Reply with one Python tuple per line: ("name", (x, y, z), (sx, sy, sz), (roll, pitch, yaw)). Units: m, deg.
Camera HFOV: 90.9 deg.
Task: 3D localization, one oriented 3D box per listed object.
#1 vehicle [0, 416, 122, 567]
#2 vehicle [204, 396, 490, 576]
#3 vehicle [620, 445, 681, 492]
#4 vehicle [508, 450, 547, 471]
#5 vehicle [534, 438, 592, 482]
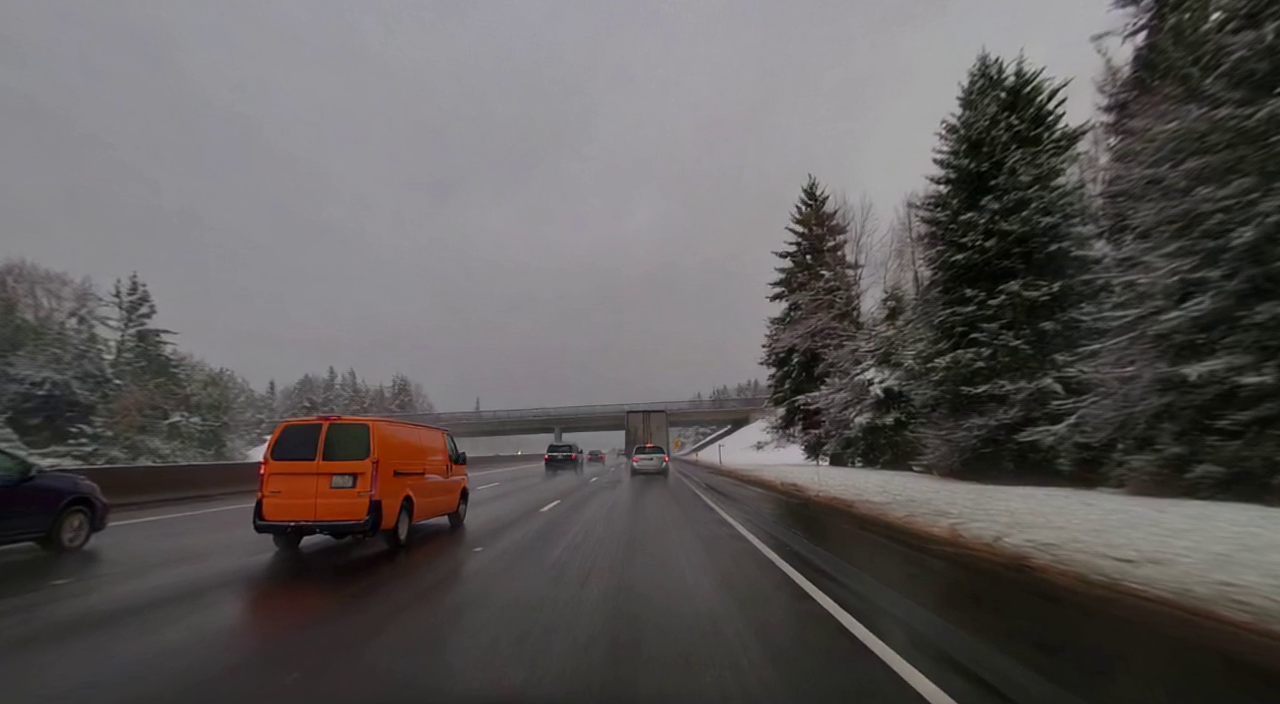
("vehicle", (-8.236, 1.481, 6.510), (2.093, 1.675, 4.233), (0, -9, 0))
("vehicle", (-3.577, 1.724, 8.699), (1.951, 1.882, 3.979), (0, -9, 1))
("vehicle", (0.333, 4.055, 22.236), (1.991, 1.507, 3.391), (0, -9, 0))
("vehicle", (-7.749, 7.512, 43.738), (1.886, 1.414, 4.028), (0, -9, 2))
("vehicle", (-3.452, 4.945, 29.053), (2.068, 1.862, 4.234), (0, -9, 1))
